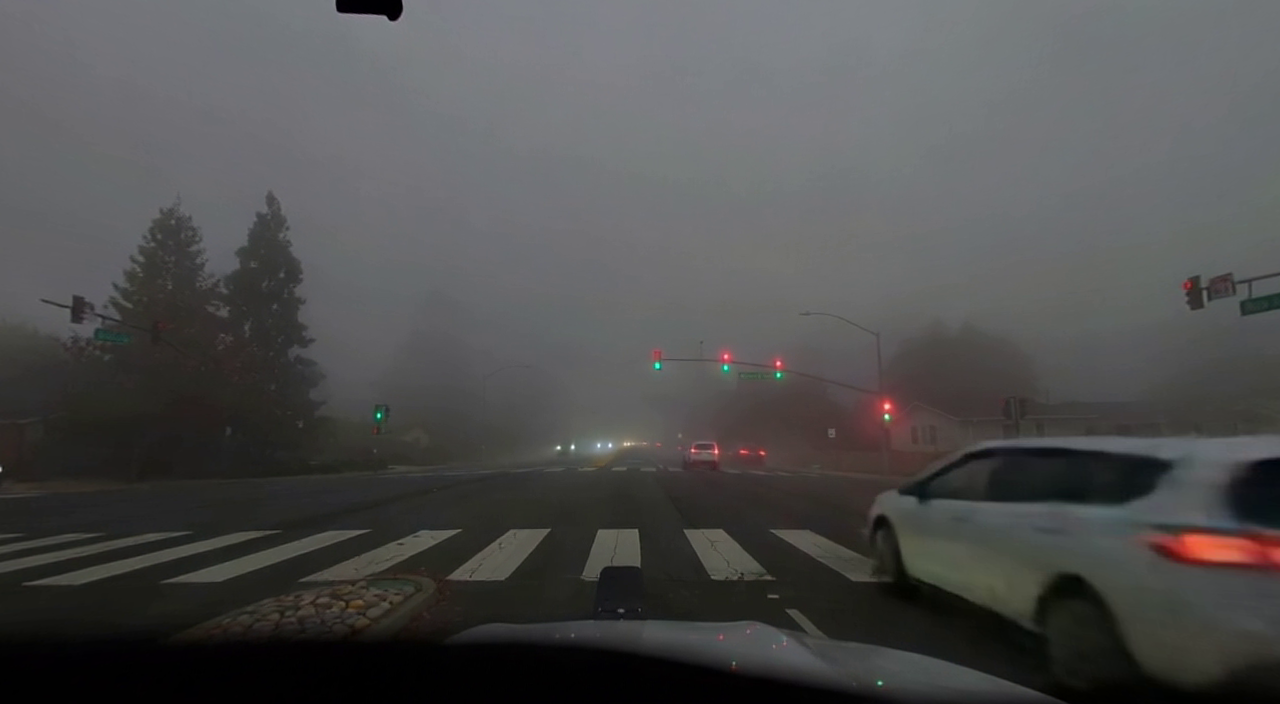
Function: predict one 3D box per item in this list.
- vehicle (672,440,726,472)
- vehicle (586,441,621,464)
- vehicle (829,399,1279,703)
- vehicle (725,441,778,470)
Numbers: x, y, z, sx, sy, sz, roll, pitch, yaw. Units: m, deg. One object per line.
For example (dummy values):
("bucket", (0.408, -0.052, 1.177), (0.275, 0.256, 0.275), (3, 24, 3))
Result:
("vehicle", (2.887, 5.223, 31.986), (2.142, 1.506, 4.948), (0, -9, -1))
("vehicle", (-2.384, 6.714, 42.286), (2.045, 1.484, 3.991), (0, -9, 0))
("vehicle", (3.043, 1.235, 4.493), (1.947, 1.467, 4.455), (0, -9, -1))
("vehicle", (6.180, 5.801, 35.597), (2.074, 1.530, 4.565), (0, -9, -1))
